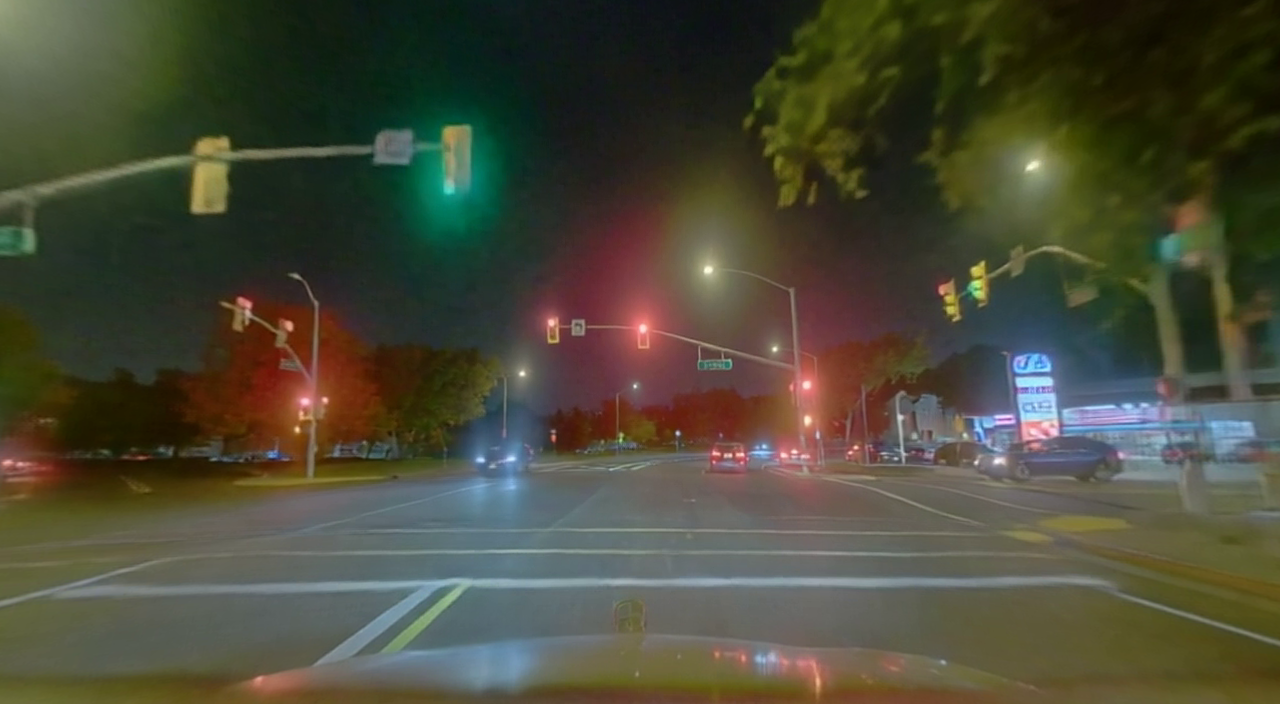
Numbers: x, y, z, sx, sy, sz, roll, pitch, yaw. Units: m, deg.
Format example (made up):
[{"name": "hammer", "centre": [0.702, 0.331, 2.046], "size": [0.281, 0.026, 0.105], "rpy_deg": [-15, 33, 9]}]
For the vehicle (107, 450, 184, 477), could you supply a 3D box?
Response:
[{"name": "vehicle", "centre": [-36.277, 8.179, 46.401], "size": [2.122, 1.801, 4.427], "rpy_deg": [0, -8, -1]}]

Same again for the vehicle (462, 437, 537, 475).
[{"name": "vehicle", "centre": [-6.734, 5.042, 30.712], "size": [2.309, 1.702, 4.323], "rpy_deg": [-1, -8, 5]}]

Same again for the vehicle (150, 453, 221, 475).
[{"name": "vehicle", "centre": [-33.786, 8.328, 47.011], "size": [1.802, 1.442, 4.601], "rpy_deg": [0, -8, 2]}]

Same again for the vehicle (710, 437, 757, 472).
[{"name": "vehicle", "centre": [4.910, 5.469, 33.761], "size": [2.311, 1.715, 4.287], "rpy_deg": [-1, -8, 6]}]

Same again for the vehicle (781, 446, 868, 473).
[{"name": "vehicle", "centre": [10.526, 6.137, 36.241], "size": [1.938, 1.466, 4.434], "rpy_deg": [6, -10, -36]}]

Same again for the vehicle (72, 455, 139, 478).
[{"name": "vehicle", "centre": [-39.205, 8.389, 46.312], "size": [1.799, 1.452, 3.649], "rpy_deg": [-2, -7, -1]}]

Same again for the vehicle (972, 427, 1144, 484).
[{"name": "vehicle", "centre": [15.244, 3.789, 23.218], "size": [4.713, 1.969, 2.201], "rpy_deg": [0, -8, -2]}]
